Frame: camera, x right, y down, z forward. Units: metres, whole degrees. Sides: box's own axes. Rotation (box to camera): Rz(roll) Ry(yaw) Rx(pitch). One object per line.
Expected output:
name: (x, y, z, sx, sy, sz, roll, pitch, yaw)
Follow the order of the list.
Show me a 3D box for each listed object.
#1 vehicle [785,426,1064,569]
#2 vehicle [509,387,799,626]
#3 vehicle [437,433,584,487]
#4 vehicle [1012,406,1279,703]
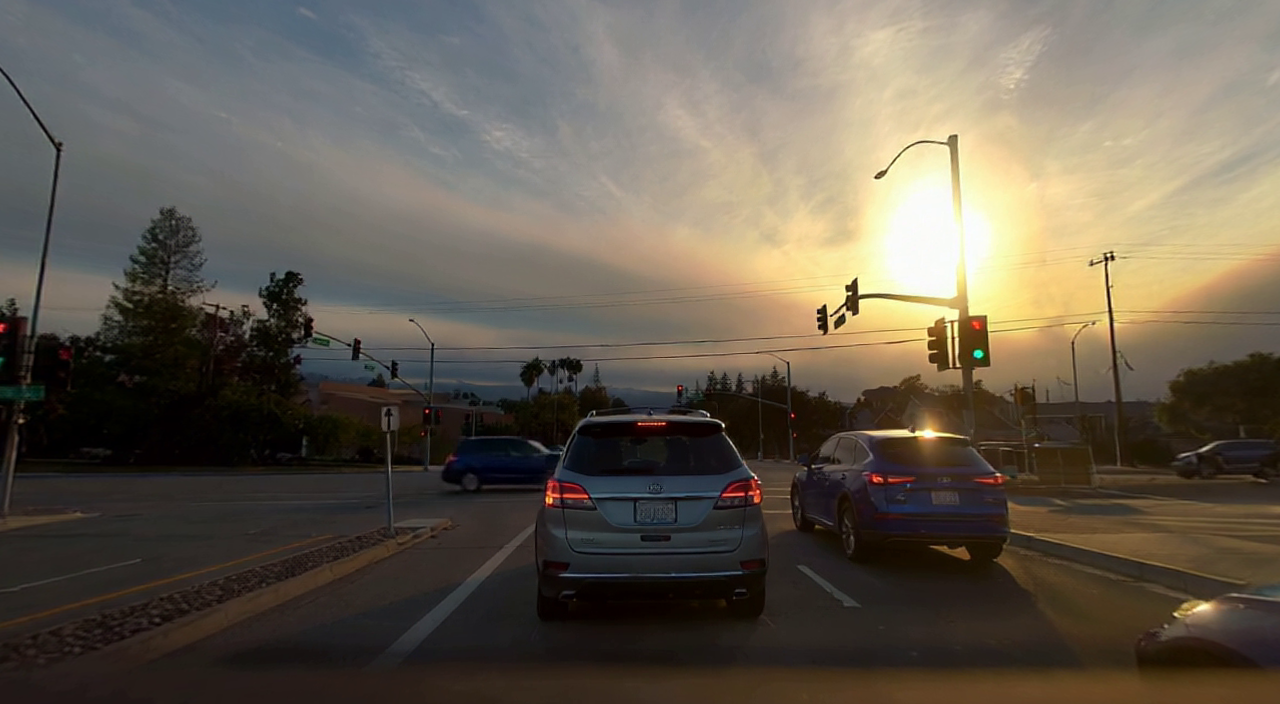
vehicle: (3.522, 1.860, 8.879, 1.861, 1.495, 4.215, 0, -8, -1)
vehicle: (0.100, 1.494, 7.072, 2.170, 1.793, 4.468, 0, -8, 0)
vehicle: (-4.388, 3.750, 22.071, 4.687, 1.791, 2.044, 0, -8, 0)
vehicle: (3.150, 0.816, 1.437, 1.924, 1.466, 4.461, 0, -8, 1)
